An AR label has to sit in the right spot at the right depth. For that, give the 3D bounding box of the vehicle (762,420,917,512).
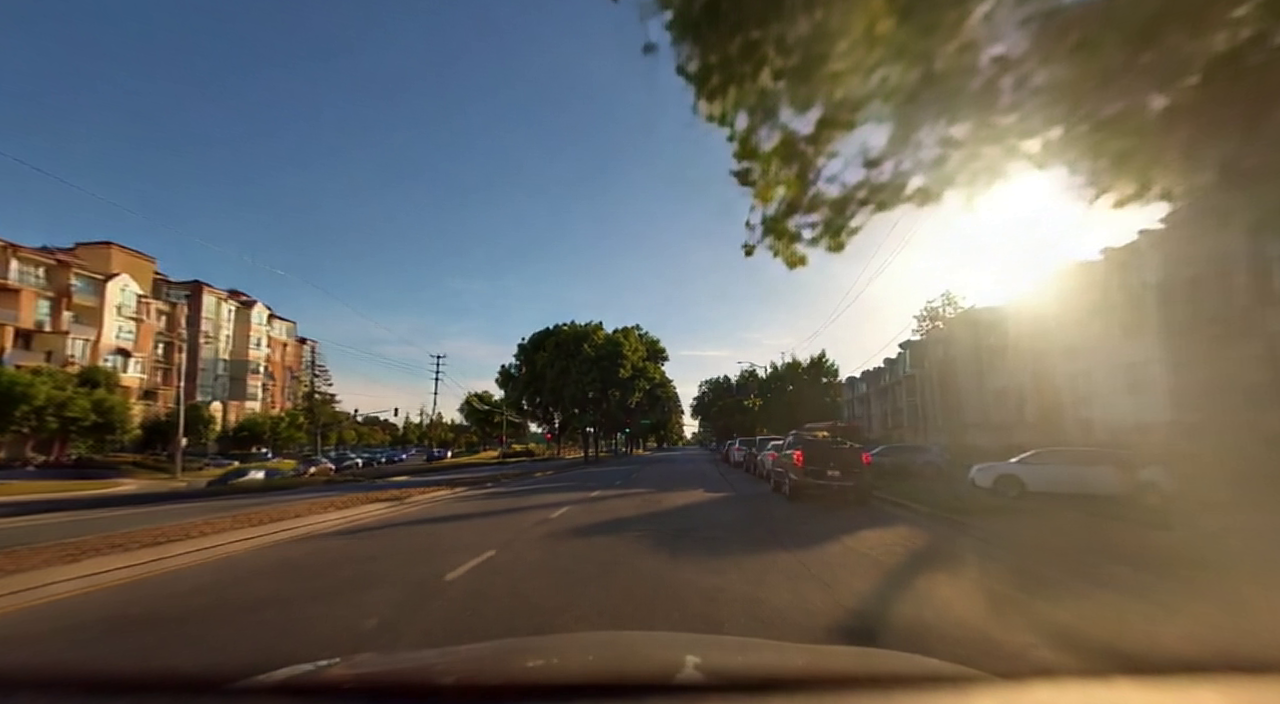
[{"bbox_3d":[4.477,2.653,15.225,2.359,1.817,4.985,0,-8,3],"label":"vehicle"}]

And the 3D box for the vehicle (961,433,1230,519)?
[{"bbox_3d":[10.517,2.816,14.976,2.038,1.680,4.660,7,-10,-37],"label":"vehicle"}]
